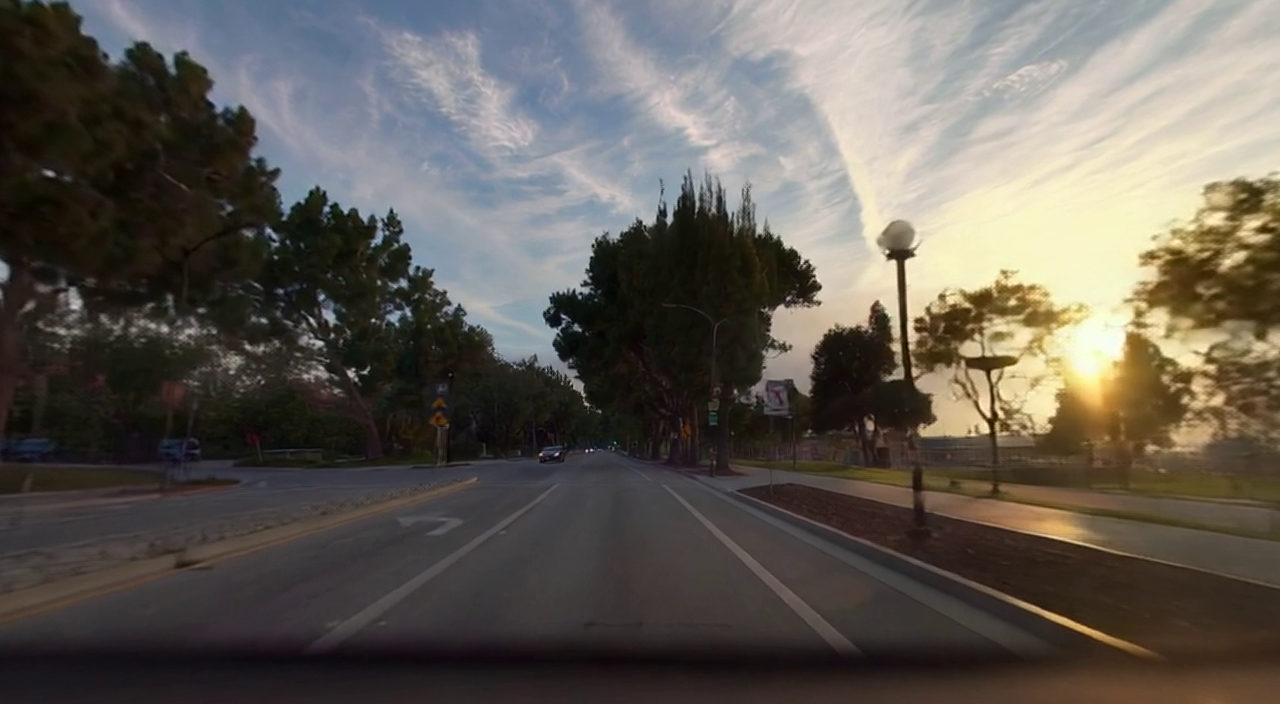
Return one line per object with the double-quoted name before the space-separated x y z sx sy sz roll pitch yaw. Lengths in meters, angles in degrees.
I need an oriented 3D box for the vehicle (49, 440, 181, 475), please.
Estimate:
"vehicle" -24.483 4.915 29.561 4.534 1.488 1.930 -1 -8 3
